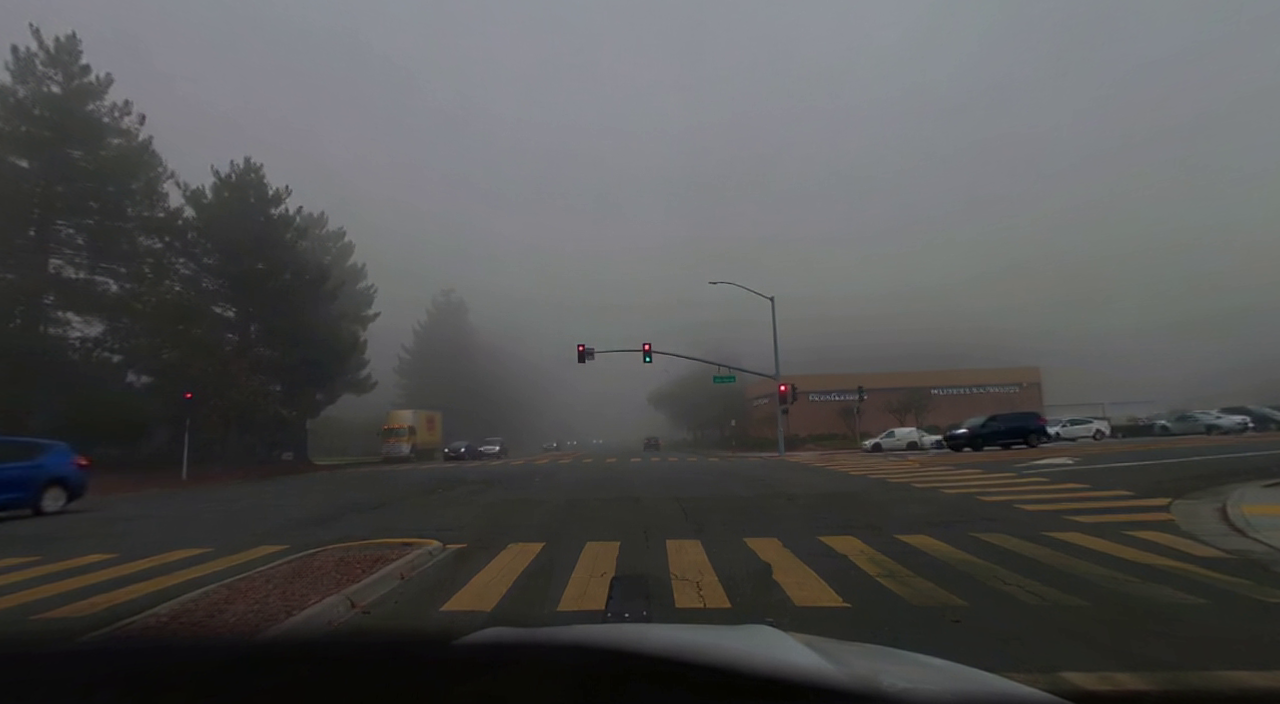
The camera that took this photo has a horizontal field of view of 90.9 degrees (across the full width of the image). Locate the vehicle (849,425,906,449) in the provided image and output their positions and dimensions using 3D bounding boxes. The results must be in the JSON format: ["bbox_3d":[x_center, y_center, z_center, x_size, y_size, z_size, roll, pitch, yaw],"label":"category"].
[{"bbox_3d":[17.416,6.246,46.318,3.329,1.415,1.821,-6,-9,2],"label":"vehicle"}]

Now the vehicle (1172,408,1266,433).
[{"bbox_3d":[38.351,4.606,41.919,1.715,1.480,4.701,0,-8,-1],"label":"vehicle"}]

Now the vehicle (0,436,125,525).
[{"bbox_3d":[-11.757,2.196,10.793,1.996,1.489,4.566,0,-8,0],"label":"vehicle"}]

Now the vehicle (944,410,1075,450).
[{"bbox_3d":[16.334,3.490,28.043,4.566,1.670,2.000,0,-8,-3],"label":"vehicle"}]

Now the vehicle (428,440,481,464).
[{"bbox_3d":[-12.077,6.539,41.367,1.996,1.482,4.772,0,-8,0],"label":"vehicle"}]

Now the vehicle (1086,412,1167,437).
[{"bbox_3d":[31.375,4.727,40.800,1.823,1.480,4.003,0,-8,-3],"label":"vehicle"}]

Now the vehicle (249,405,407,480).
[{"bbox_3d":[-16.596,5.050,34.967,3.161,3.455,11.058,0,-8,0],"label":"vehicle"}]

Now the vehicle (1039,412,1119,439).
[{"bbox_3d":[28.953,4.901,41.760,2.070,1.652,4.408,0,-8,-1],"label":"vehicle"}]
